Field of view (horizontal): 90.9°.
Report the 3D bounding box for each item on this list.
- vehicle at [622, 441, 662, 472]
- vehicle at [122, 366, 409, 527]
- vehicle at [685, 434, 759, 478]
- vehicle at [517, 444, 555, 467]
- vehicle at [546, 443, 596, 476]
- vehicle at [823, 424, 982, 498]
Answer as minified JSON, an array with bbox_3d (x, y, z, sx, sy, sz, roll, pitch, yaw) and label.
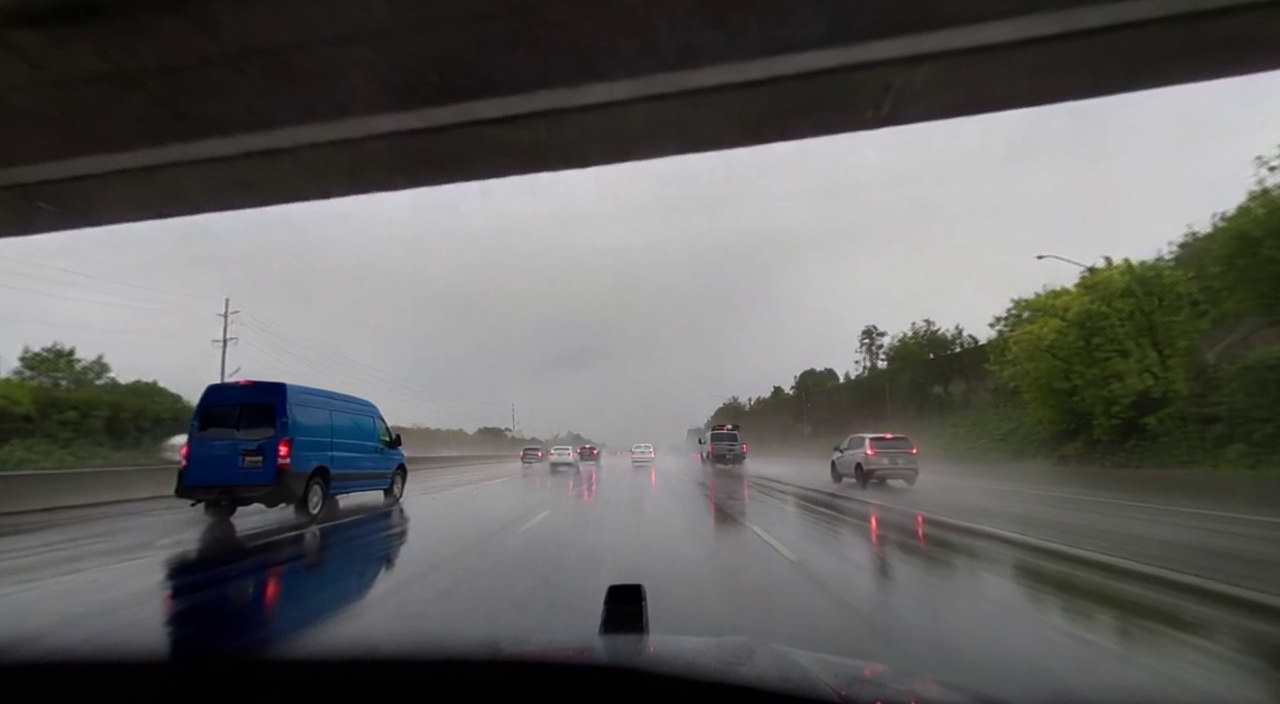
[{"bbox_3d":[0.115,5.933,36.024,2.115,1.617,4.102,0,-8,0],"label":"vehicle"},{"bbox_3d":[-7.527,2.062,13.961,2.336,2.708,6.421,0,-8,0],"label":"vehicle"},{"bbox_3d":[3.720,4.899,30.019,2.777,1.895,5.710,0,-8,0],"label":"vehicle"},{"bbox_3d":[-7.459,7.473,45.635,1.961,1.562,4.301,0,-8,1],"label":"vehicle"},{"bbox_3d":[-3.344,5.288,31.328,1.970,1.483,4.071,-1,-8,1],"label":"vehicle"},{"bbox_3d":[7.454,3.175,18.815,2.304,1.840,5.706,0,-8,0],"label":"vehicle"}]
